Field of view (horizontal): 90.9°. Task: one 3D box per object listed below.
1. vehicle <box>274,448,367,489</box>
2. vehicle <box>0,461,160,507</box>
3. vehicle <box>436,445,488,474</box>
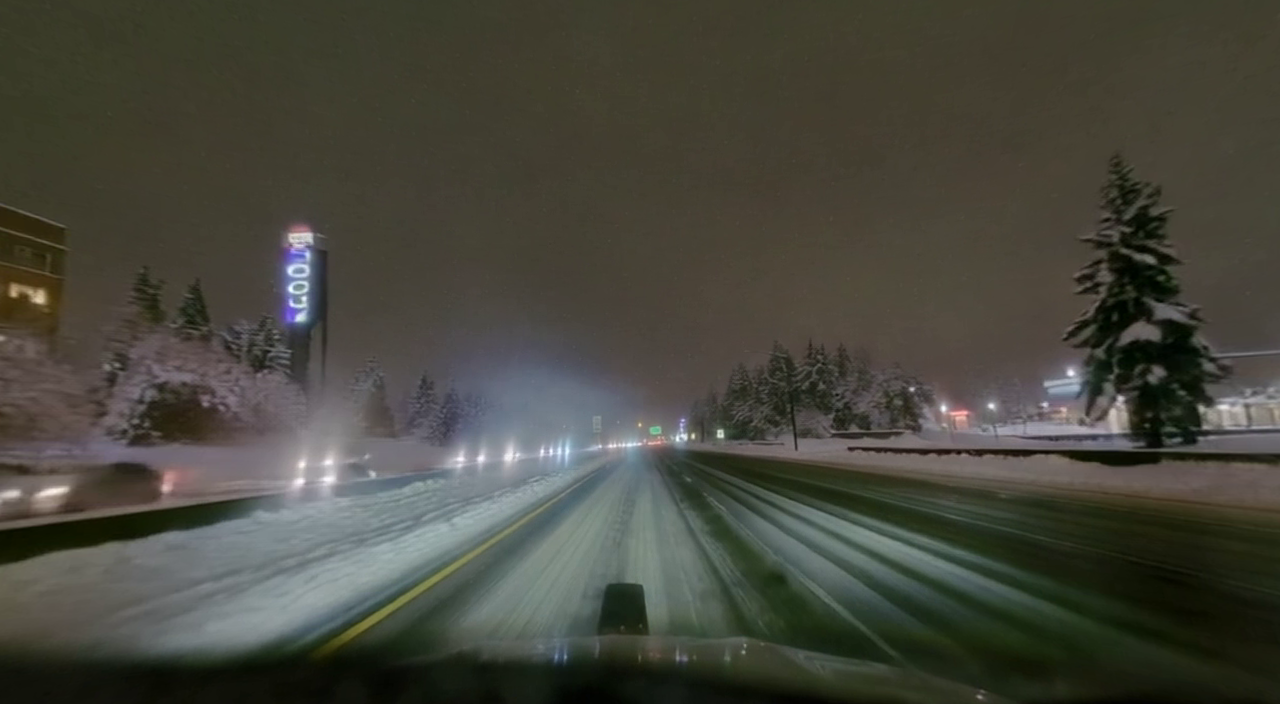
[{"bbox_3d":[-14.345,5.216,28.638,1.900,1.675,4.302,0,-8,1],"label":"vehicle"},{"bbox_3d":[-21.760,5.114,24.835,1.920,1.486,4.746,0,-8,1],"label":"vehicle"},{"bbox_3d":[-10.413,6.297,37.216,1.853,1.614,4.047,0,-8,1],"label":"vehicle"}]
